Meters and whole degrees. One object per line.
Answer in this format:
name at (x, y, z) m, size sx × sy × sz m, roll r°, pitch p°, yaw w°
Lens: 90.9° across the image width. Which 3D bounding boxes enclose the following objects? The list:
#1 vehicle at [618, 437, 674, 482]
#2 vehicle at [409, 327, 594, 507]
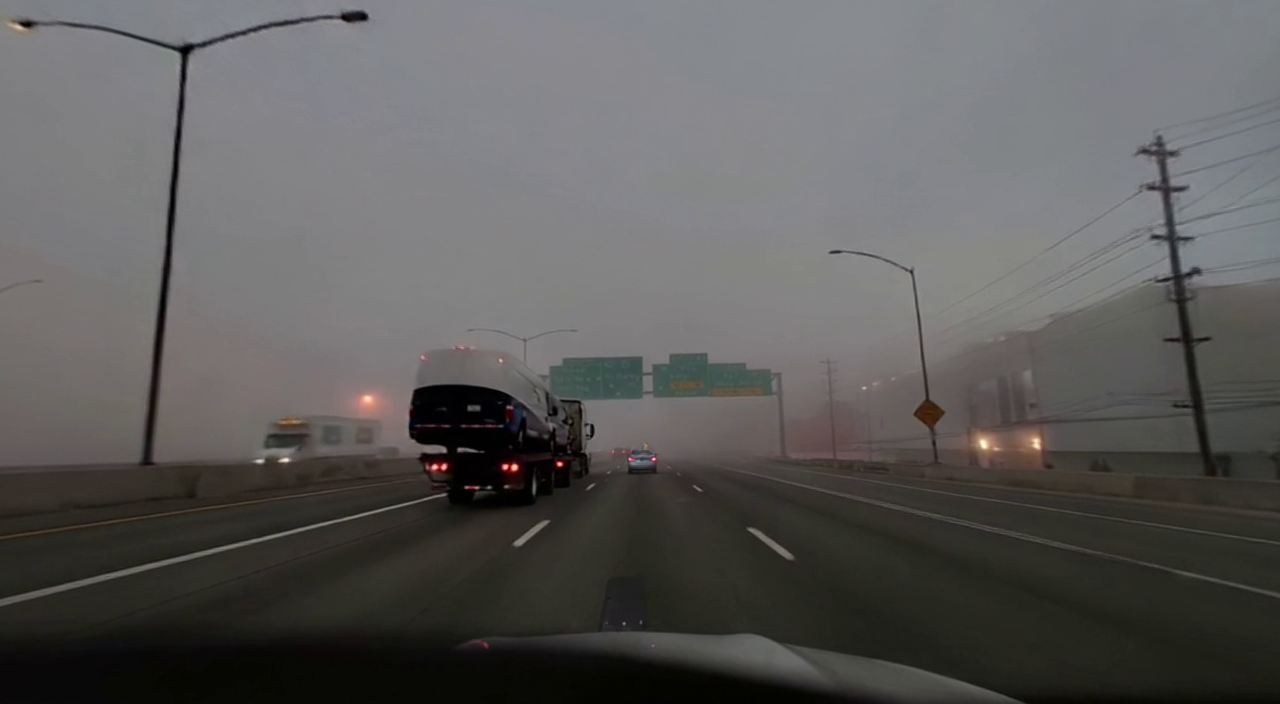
vehicle at (0.244, 4.728, 28.075) m, size 2.279 × 1.837 × 4.747 m, roll 0°, pitch -8°, yaw 0°
vehicle at (-3.870, 2.711, 23.234) m, size 2.888 × 4.308 × 16.259 m, roll 0°, pitch -8°, yaw 1°
